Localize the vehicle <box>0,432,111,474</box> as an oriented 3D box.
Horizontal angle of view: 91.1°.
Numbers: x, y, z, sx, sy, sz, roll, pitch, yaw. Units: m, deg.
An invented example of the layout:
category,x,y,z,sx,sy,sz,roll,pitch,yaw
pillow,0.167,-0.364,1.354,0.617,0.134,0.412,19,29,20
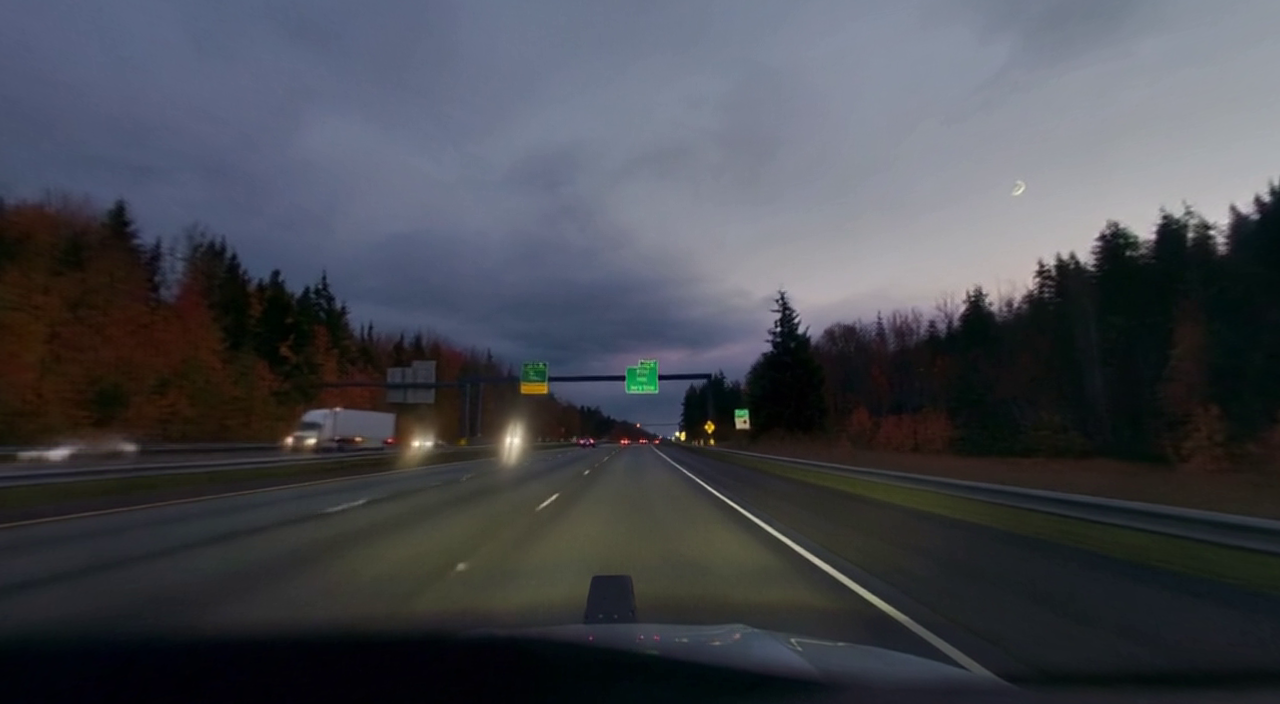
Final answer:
category,x,y,z,sx,sy,sz,roll,pitch,yaw
vehicle,-24.401,4.057,25.645,1.901,1.550,4.248,0,-8,1
